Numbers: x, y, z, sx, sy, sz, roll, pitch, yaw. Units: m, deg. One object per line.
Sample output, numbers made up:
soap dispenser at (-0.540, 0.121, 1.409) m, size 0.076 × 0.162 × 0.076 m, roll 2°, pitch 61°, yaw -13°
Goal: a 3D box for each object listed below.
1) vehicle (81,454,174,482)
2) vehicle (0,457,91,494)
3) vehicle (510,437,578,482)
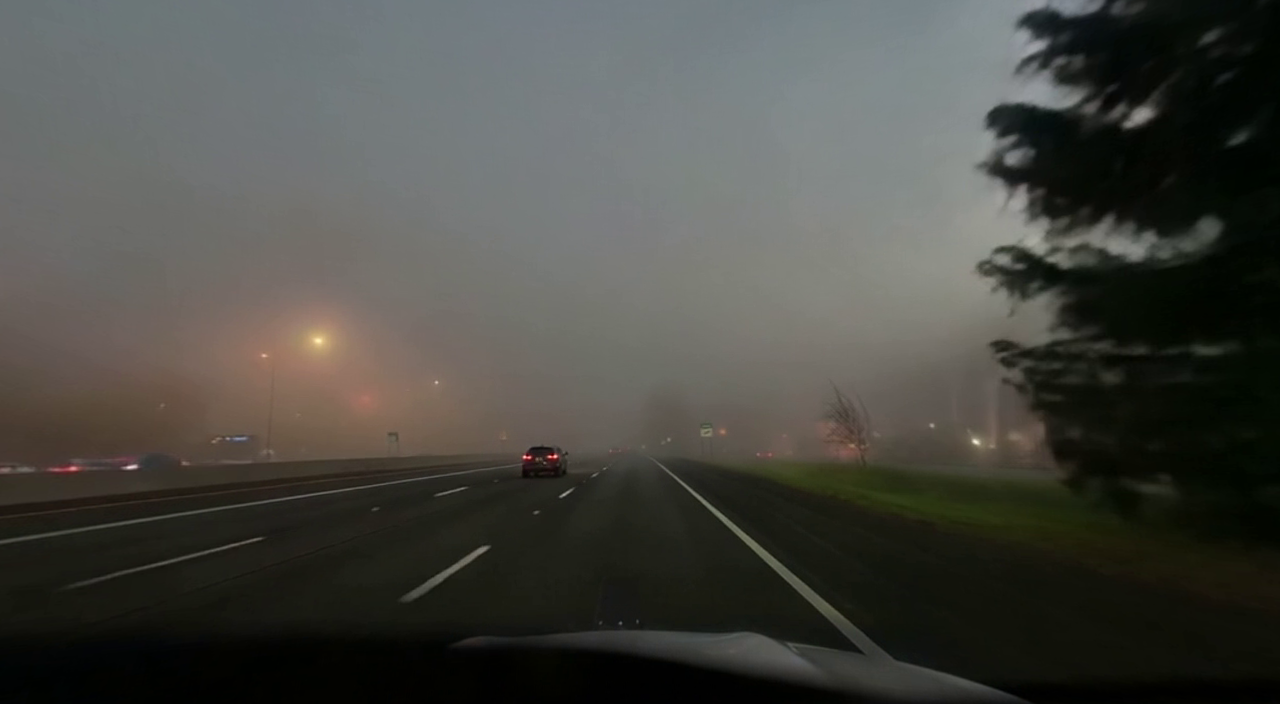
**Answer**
vehicle at (-31.986, 7.240, 39.649) m, size 1.907 × 1.524 × 4.657 m, roll 0°, pitch -8°, yaw 1°
vehicle at (-28.220, 5.635, 29.130) m, size 1.811 × 1.474 × 4.446 m, roll 0°, pitch -8°, yaw 0°
vehicle at (-4.010, 4.578, 27.290) m, size 2.150 × 1.761 × 4.697 m, roll 0°, pitch -8°, yaw 1°
